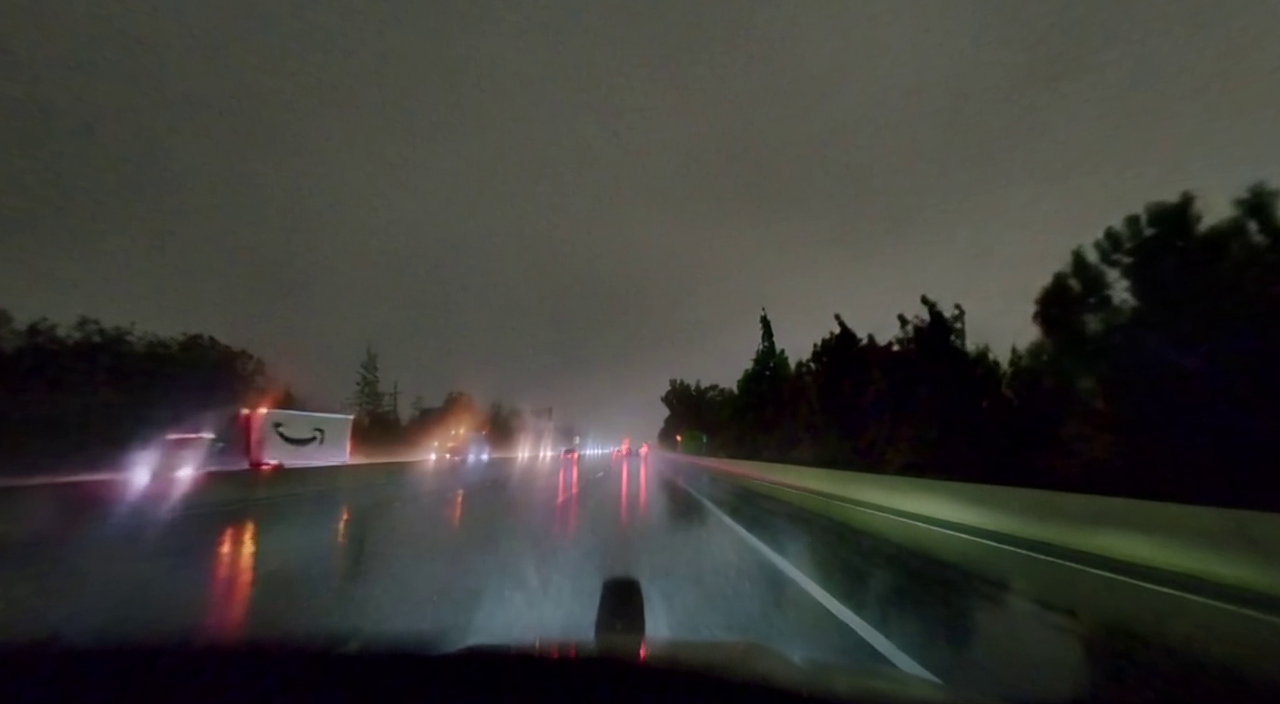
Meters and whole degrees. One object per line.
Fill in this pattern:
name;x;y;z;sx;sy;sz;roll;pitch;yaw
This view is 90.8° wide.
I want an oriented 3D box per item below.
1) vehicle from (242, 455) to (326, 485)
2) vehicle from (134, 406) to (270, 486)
vehicle;-18.916;6.264;33.799;1.868;1.422;4.676;0;-9;-1
vehicle;-23.300;5.075;34.047;2.973;3.895;5.902;0;-9;-1
